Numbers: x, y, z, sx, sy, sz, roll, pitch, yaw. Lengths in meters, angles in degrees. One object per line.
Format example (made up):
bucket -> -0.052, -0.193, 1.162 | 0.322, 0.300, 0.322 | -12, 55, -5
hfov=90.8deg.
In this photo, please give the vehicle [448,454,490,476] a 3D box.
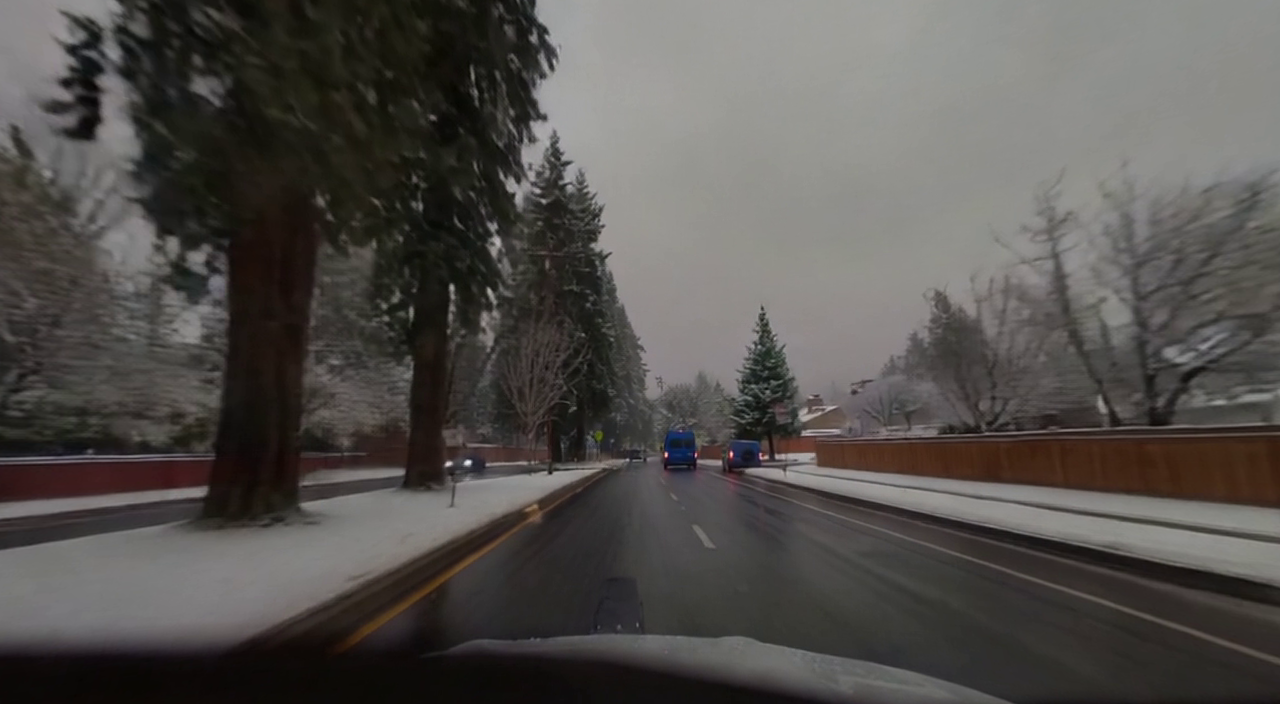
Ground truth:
vehicle -> -13.021, 8.616, 48.432 | 1.908, 1.477, 4.750 | 0, -8, 1
